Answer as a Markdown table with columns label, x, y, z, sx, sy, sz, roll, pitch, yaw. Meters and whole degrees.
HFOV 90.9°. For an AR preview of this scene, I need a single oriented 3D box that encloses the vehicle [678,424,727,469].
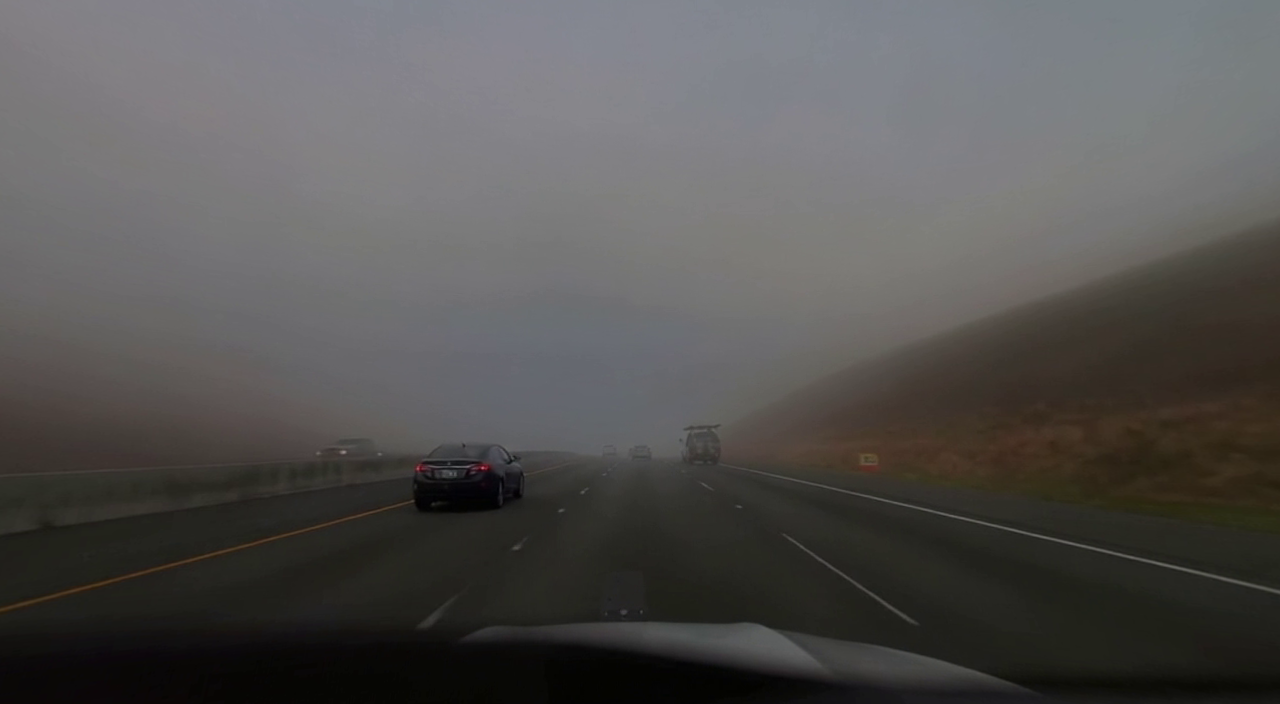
| label | x | y | z | sx | sy | sz | roll | pitch | yaw |
| --- | --- | --- | --- | --- | --- | --- | --- | --- | --- |
| vehicle | 3.851 | 6.005 | 40.095 | 2.361 | 2.636 | 5.684 | 0 | -9 | -1 |

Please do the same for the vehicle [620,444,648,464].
| label | x | y | z | sx | sy | sz | roll | pitch | yaw |
| --- | --- | --- | --- | --- | --- | --- | --- | --- | --- |
| vehicle | -0.448 | 7.580 | 46.872 | 2.007 | 1.456 | 3.719 | 0 | -9 | -1 |

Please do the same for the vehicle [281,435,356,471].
| label | x | y | z | sx | sy | sz | roll | pitch | yaw |
| --- | --- | --- | --- | --- | --- | --- | --- | --- | --- |
| vehicle | -19.356 | 6.126 | 38.187 | 2.007 | 2.011 | 4.830 | 0 | -9 | -1 |

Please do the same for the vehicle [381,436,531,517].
| label | x | y | z | sx | sy | sz | roll | pitch | yaw |
| --- | --- | --- | --- | --- | --- | --- | --- | --- | --- |
| vehicle | -3.913 | 2.724 | 14.289 | 2.054 | 1.529 | 4.368 | 0 | -9 | 0 |
